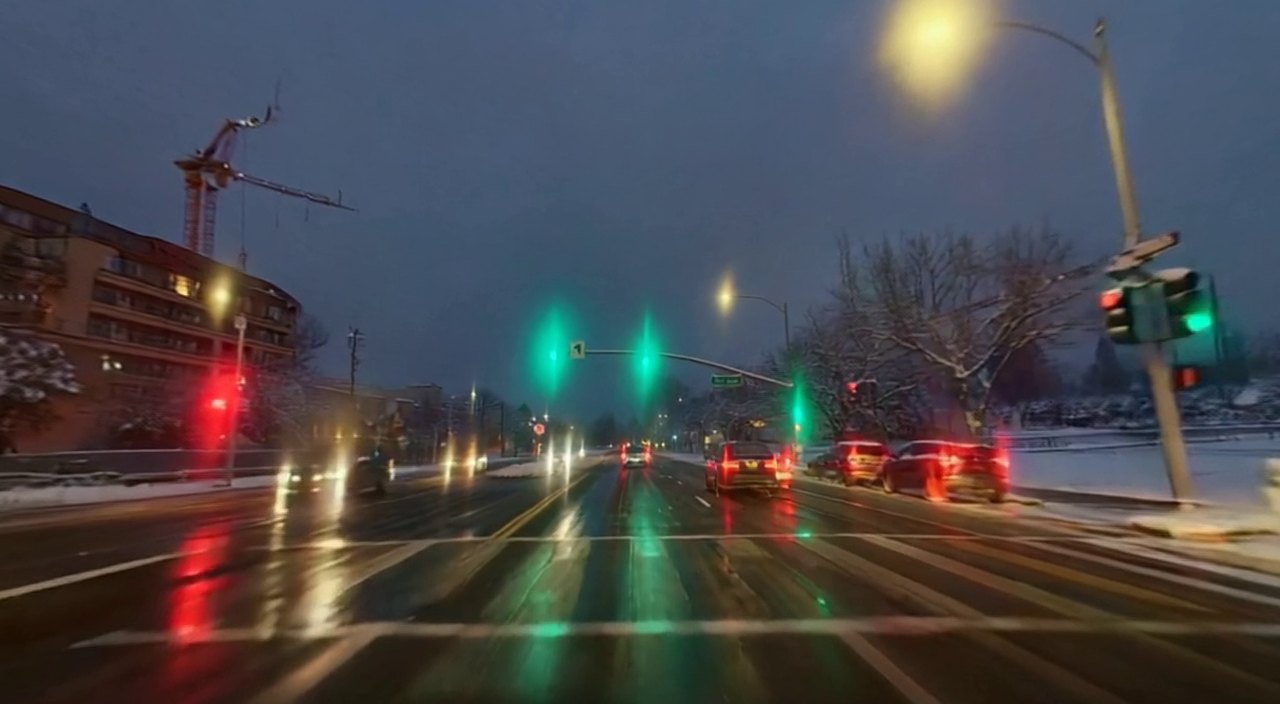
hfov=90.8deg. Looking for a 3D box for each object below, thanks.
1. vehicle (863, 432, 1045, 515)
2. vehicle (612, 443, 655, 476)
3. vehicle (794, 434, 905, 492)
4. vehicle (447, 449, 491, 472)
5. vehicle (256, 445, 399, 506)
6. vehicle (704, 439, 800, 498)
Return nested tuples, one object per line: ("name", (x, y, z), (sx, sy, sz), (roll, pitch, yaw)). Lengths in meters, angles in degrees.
("vehicle", (7.358, 2.874, 15.473), (2.031, 1.708, 4.567), (0, -9, -1))
("vehicle", (-0.317, 5.198, 30.740), (2.006, 1.487, 3.535), (0, -9, 0))
("vehicle", (7.268, 3.906, 22.535), (2.067, 1.805, 4.875), (0, -9, -3))
("vehicle", (-12.093, 7.669, 45.007), (1.945, 1.540, 4.338), (0, -9, 0))
("vehicle", (-8.674, 3.442, 18.041), (1.902, 1.503, 4.240), (0, -9, 0))
("vehicle", (3.085, 3.294, 18.238), (1.910, 1.474, 4.003), (0, -9, -2))
